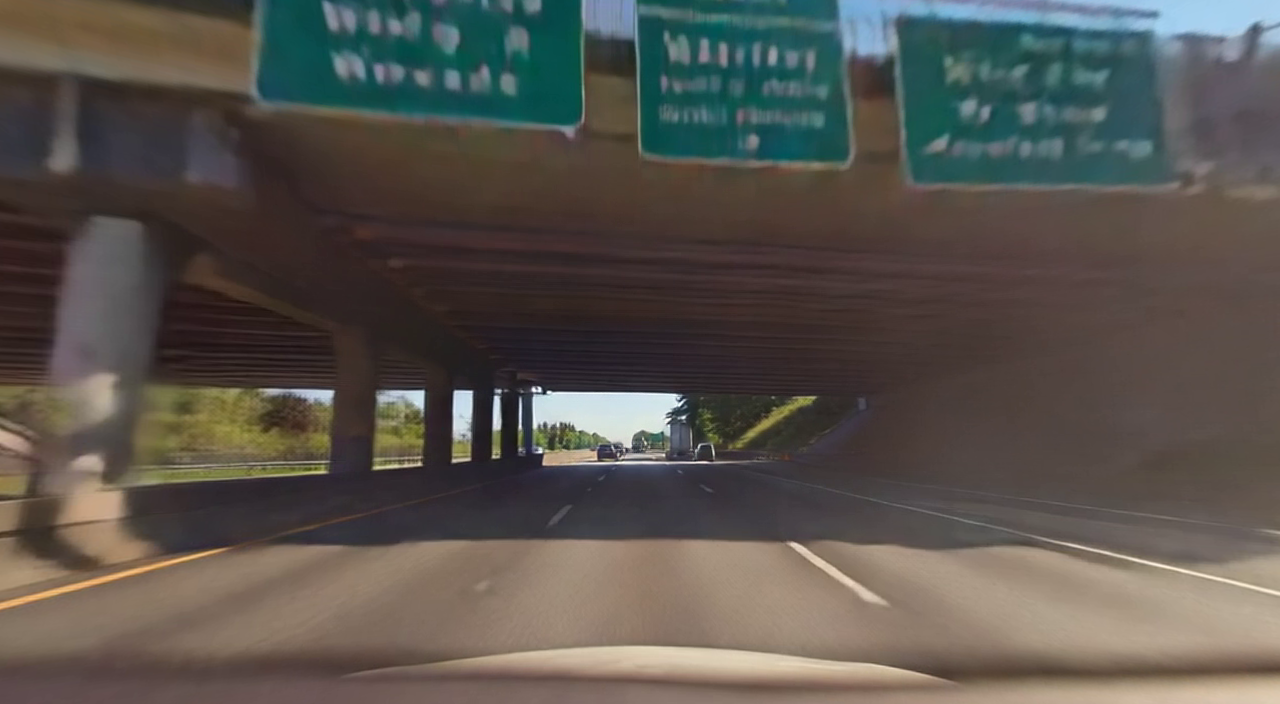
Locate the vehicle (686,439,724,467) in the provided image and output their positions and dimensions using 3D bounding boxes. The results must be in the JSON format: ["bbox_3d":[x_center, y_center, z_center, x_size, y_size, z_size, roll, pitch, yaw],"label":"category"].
[{"bbox_3d":[4.639,7.260,45.519,2.100,1.889,4.969,0,-9,-1],"label":"vehicle"}]
